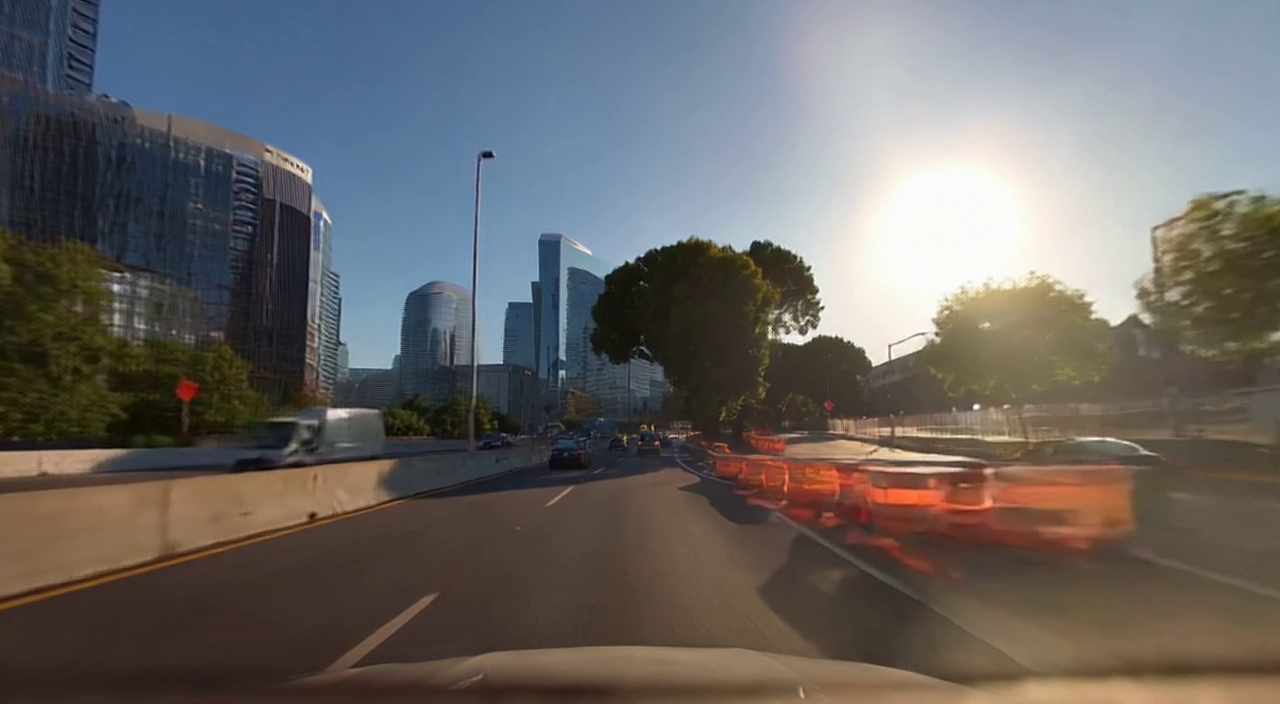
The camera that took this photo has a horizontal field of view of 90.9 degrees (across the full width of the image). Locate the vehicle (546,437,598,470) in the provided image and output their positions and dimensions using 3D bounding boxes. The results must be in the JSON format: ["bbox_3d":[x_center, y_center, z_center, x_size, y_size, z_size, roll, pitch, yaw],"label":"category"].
[{"bbox_3d":[-3.124,4.733,29.650,1.848,1.406,4.013,0,-8,3],"label":"vehicle"}]

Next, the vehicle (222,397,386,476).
[{"bbox_3d":[-13.172,3.446,25.645,2.297,2.733,7.664,0,-8,1],"label":"vehicle"}]

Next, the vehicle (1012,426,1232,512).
[{"bbox_3d":[9.610,2.329,13.002,1.913,1.499,3.581,-1,-8,6],"label":"vehicle"}]
